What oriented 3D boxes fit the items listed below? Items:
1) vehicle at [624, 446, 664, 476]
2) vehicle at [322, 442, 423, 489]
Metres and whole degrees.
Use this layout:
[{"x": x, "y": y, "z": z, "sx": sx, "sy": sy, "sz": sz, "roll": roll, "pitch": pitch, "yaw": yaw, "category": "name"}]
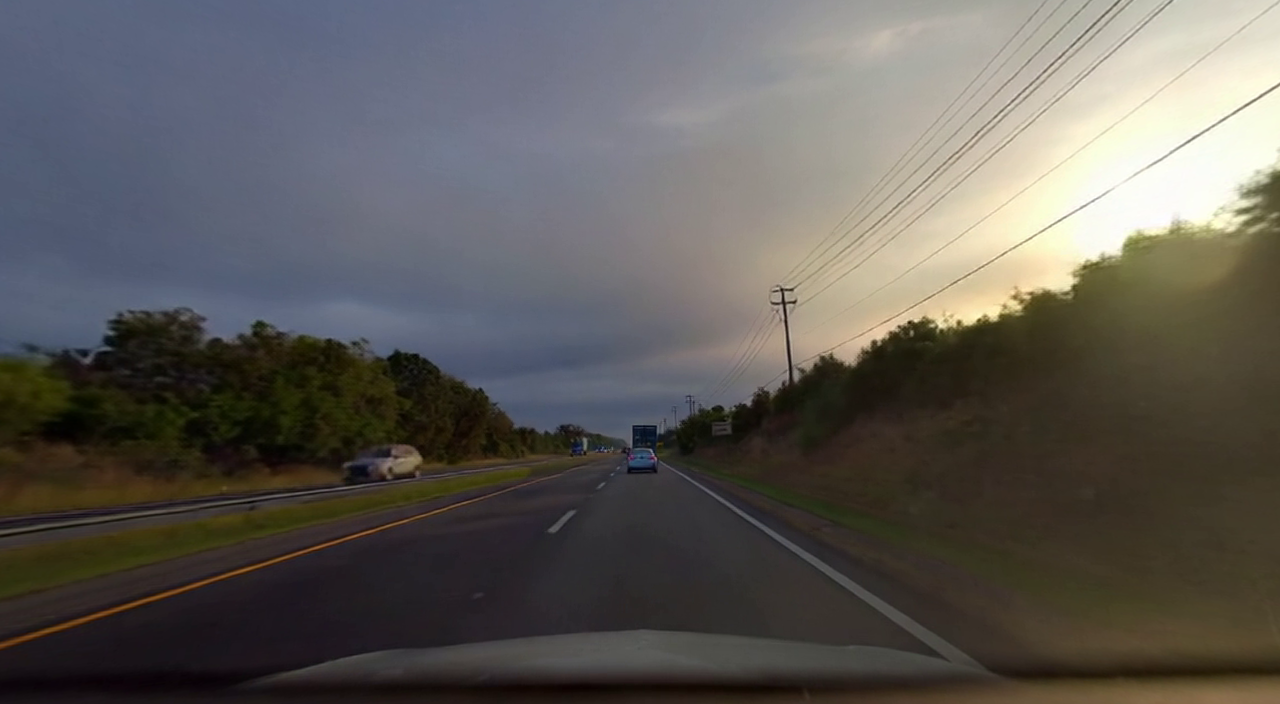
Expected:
[{"x": 0.150, "y": 5.920, "z": 34.444, "sx": 2.080, "sy": 1.486, "sz": 3.813, "roll": 0, "pitch": -9, "yaw": -1, "category": "vehicle"}, {"x": -9.170, "y": 3.914, "z": 21.935, "sx": 1.838, "sy": 1.480, "sz": 3.699, "roll": 0, "pitch": -9, "yaw": 0, "category": "vehicle"}]
